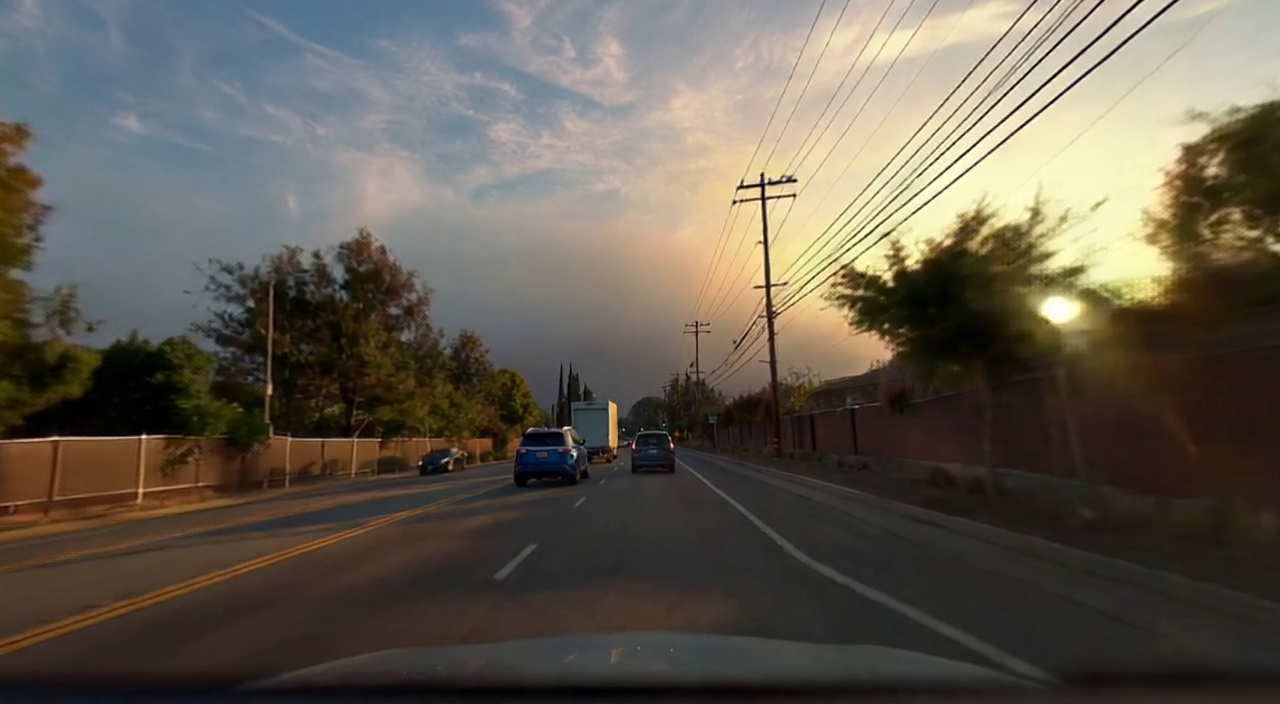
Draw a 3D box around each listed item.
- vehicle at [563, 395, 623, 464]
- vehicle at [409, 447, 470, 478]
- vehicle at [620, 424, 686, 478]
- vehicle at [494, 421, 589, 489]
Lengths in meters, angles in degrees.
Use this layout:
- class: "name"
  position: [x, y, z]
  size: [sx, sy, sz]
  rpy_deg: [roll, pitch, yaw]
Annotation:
- class: "vehicle"
  position: [-2.640, 4.913, 39.134]
  size: [2.928, 3.658, 10.953]
  rpy_deg: [0, -8, 0]
- class: "vehicle"
  position: [-11.562, 6.378, 36.664]
  size: [2.052, 1.401, 4.191]
  rpy_deg: [-6, -8, 0]
- class: "vehicle"
  position: [0.426, 3.535, 22.662]
  size: [2.174, 1.749, 4.113]
  rpy_deg: [0, -8, 0]
- class: "vehicle"
  position: [-2.868, 3.145, 19.502]
  size: [2.093, 1.832, 4.508]
  rpy_deg: [0, -8, 2]
